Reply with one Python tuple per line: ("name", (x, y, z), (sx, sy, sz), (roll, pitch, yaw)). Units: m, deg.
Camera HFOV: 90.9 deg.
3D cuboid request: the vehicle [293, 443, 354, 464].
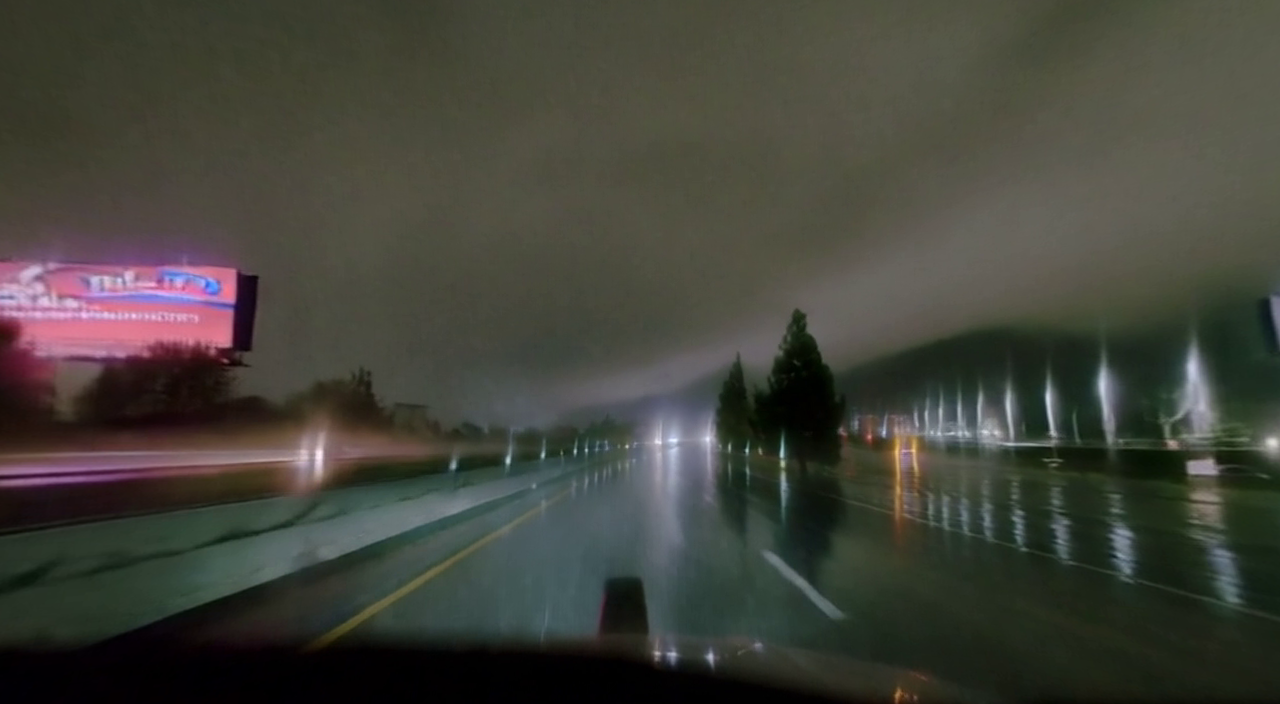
("vehicle", (-23.295, 7.501, 46.594), (1.893, 1.451, 4.671), (0, -8, 3))
